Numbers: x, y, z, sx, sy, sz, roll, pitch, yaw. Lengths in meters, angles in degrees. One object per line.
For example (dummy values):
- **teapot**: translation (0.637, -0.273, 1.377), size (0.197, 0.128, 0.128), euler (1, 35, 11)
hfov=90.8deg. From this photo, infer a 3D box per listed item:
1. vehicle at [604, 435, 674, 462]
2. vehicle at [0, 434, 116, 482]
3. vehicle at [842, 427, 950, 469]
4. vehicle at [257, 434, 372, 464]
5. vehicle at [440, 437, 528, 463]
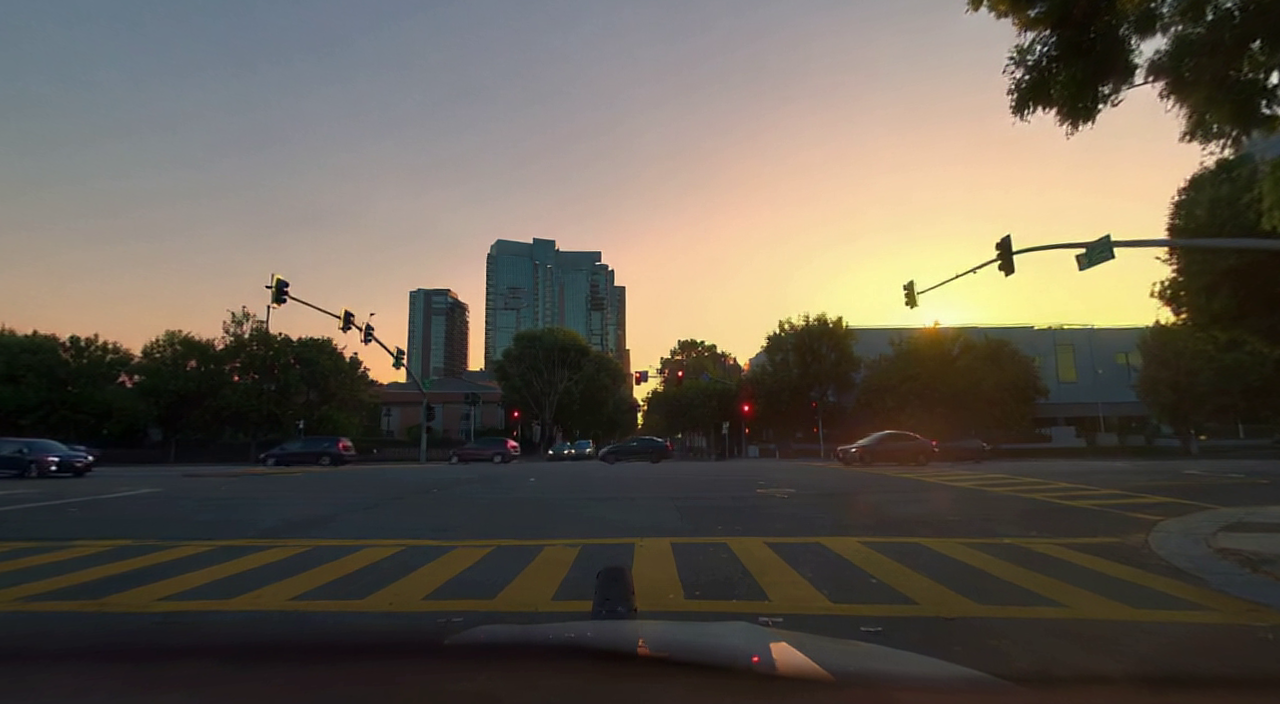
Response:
- **vehicle**: translation (-0.049, 6.277, 41.130), size (4.488, 1.667, 1.869), euler (-1, -9, 1)
- **vehicle**: translation (-21.587, 3.708, 22.138), size (4.624, 1.593, 2.018), euler (0, -9, 0)
- **vehicle**: translation (11.851, 4.425, 29.199), size (4.662, 1.764, 2.064), euler (4, -10, -28)
- **vehicle**: translation (-20.789, 6.232, 40.508), size (6.133, 1.833, 2.155), euler (0, -9, 1)
- **vehicle**: translation (-9.130, 5.801, 37.271), size (4.724, 1.452, 1.870), euler (0, -9, 0)
